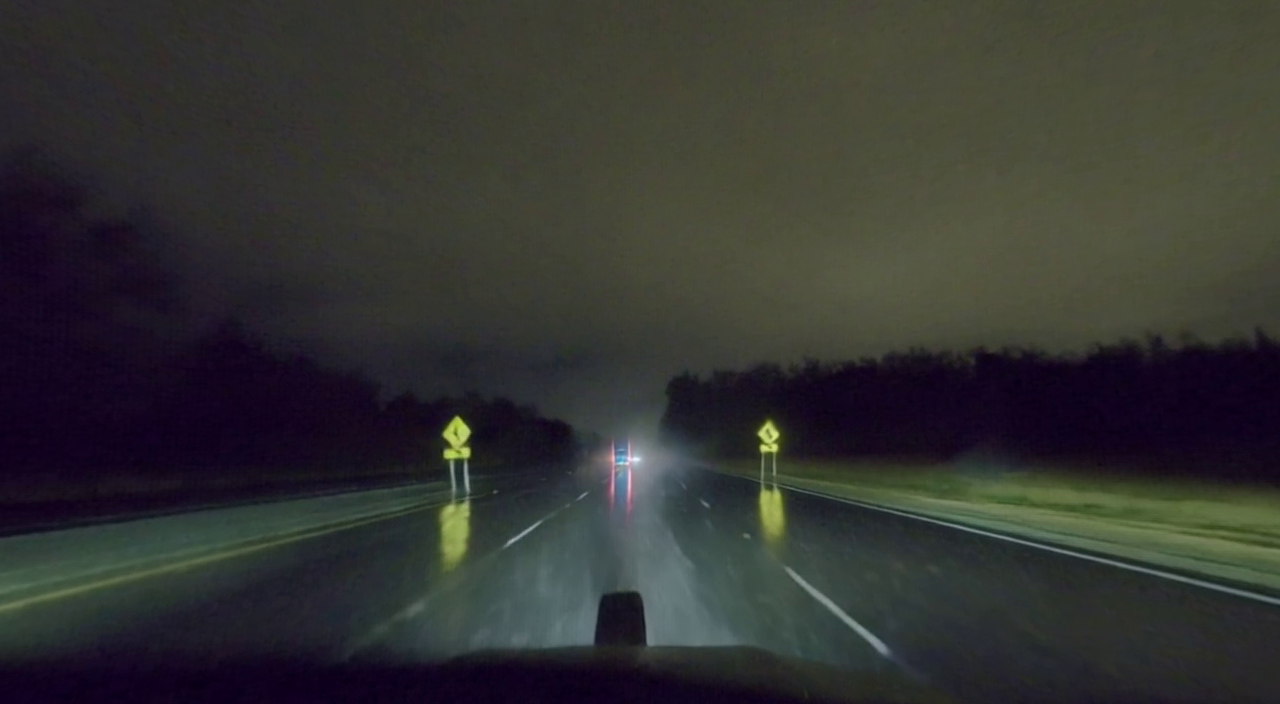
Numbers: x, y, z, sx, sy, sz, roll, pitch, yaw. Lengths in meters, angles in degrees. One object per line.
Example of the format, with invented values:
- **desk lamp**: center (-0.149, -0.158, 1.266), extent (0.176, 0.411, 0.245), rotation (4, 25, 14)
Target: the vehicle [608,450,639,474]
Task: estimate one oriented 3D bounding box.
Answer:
- **vehicle**: center (-1.143, 7.909, 45.558), extent (2.053, 1.647, 4.252), rotation (0, -9, 2)
